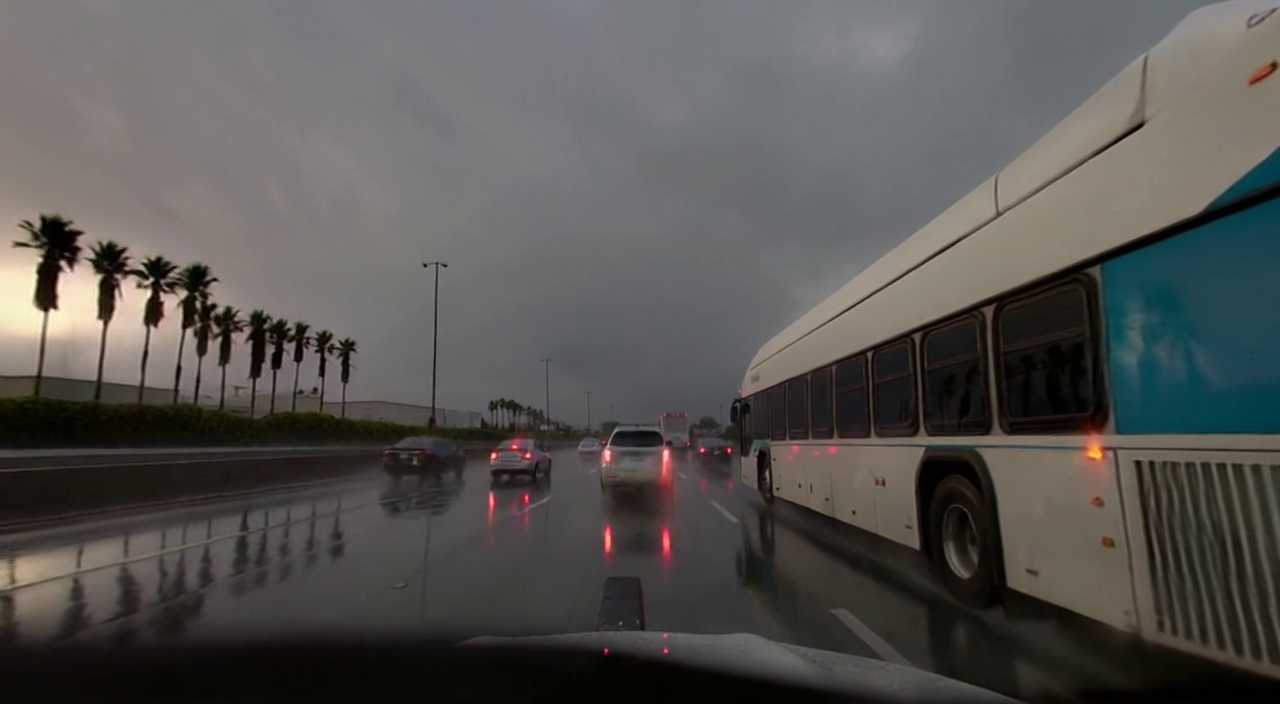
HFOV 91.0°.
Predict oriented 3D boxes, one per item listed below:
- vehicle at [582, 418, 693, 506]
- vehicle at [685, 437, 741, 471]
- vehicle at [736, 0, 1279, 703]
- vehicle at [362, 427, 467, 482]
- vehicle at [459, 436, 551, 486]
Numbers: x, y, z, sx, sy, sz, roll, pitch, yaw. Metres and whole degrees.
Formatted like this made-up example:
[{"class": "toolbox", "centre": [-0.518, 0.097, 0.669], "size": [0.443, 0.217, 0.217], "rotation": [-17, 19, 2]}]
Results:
[{"class": "vehicle", "centre": [-0.007, 2.594, 15.168], "size": [2.268, 1.796, 4.280], "rotation": [0, -9, 1]}, {"class": "vehicle", "centre": [3.411, 4.909, 30.464], "size": [2.039, 1.516, 4.521], "rotation": [0, -9, -2]}, {"class": "vehicle", "centre": [3.956, 0.719, 8.891], "size": [3.020, 3.622, 14.302], "rotation": [0, -9, 0]}, {"class": "vehicle", "centre": [-8.038, 3.705, 23.027], "size": [2.066, 1.779, 4.706], "rotation": [0, -9, 0]}, {"class": "vehicle", "centre": [-4.479, 3.710, 21.736], "size": [2.040, 1.536, 4.680], "rotation": [0, -9, 1]}]
